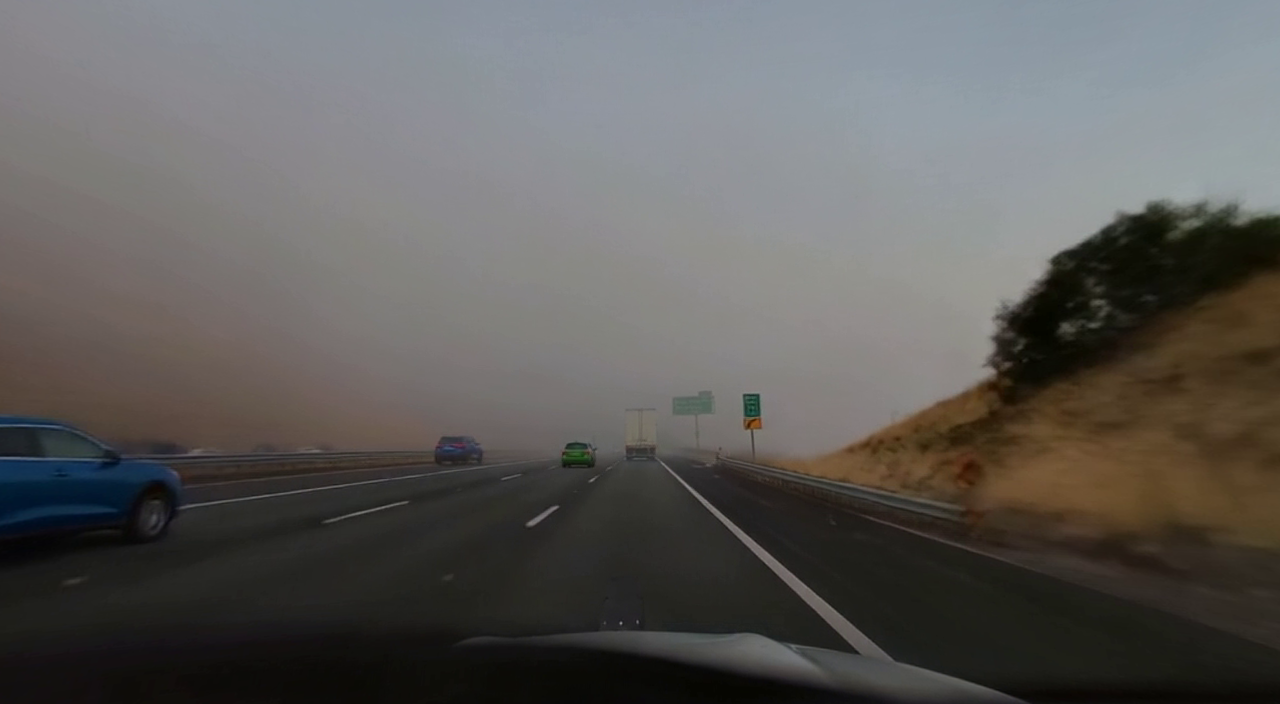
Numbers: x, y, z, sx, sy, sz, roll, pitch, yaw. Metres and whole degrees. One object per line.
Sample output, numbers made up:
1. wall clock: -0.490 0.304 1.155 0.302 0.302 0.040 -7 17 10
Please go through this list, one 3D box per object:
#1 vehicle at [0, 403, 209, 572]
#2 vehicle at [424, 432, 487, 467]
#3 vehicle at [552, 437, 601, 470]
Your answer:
1. vehicle: -7.474 1.427 6.842 2.098 1.678 4.822 0 -9 0
2. vehicle: -10.817 5.743 37.307 2.111 1.906 5.028 0 -9 1
3. vehicle: -3.540 5.747 35.907 2.194 1.725 4.698 0 -9 1
